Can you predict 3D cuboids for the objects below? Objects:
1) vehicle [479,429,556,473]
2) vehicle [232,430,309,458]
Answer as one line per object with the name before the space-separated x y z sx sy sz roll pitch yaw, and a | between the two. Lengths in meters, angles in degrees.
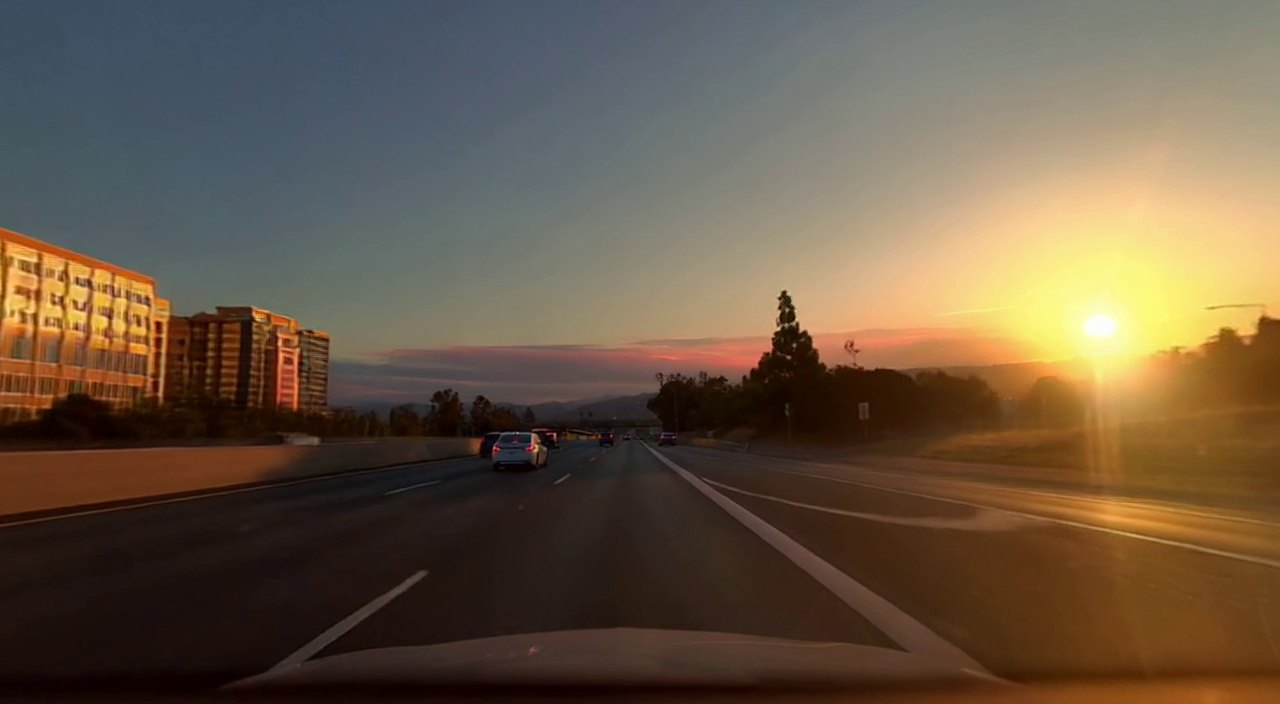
vehicle | -4.455 3.669 23.611 1.996 1.490 4.571 0 -8 0
vehicle | -20.891 5.207 35.716 1.847 1.522 4.153 0 -8 0
